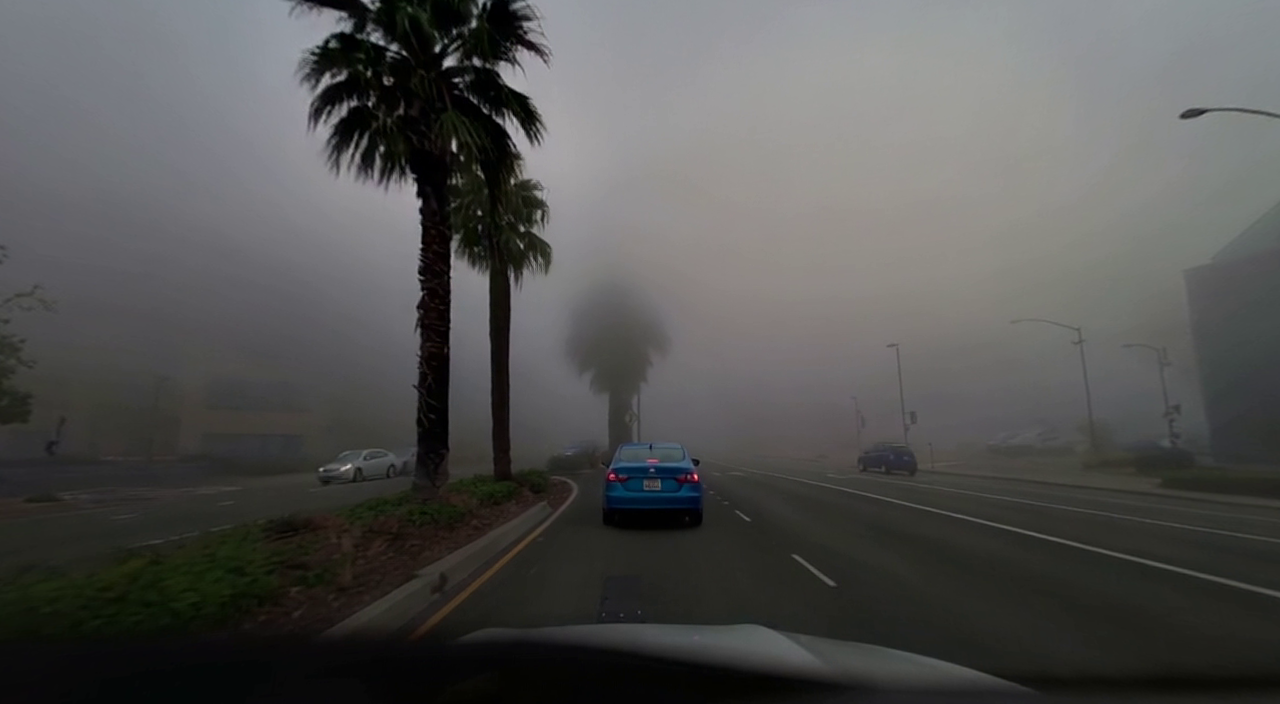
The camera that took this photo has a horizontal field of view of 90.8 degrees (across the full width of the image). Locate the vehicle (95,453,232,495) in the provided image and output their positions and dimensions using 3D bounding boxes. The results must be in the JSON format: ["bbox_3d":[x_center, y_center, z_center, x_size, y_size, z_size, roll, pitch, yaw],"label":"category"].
[{"bbox_3d":[-18.002,4.565,23.914,4.071,1.442,1.948,-2,-9,16],"label":"vehicle"}]

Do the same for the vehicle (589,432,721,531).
[{"bbox_3d":[0.179,2.284,11.791,1.986,1.473,4.382,0,-9,-1],"label":"vehicle"}]

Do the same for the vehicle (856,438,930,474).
[{"bbox_3d":[14.104,5.816,35.542,2.131,1.832,5.203,0,-9,2],"label":"vehicle"}]

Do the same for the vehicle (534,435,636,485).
[{"bbox_3d":[-2.043,3.755,22.264,2.095,1.552,4.457,4,-9,-26],"label":"vehicle"}]

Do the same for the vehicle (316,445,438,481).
[{"bbox_3d":[-11.679,4.909,28.190,4.585,1.479,2.088,-2,-9,13],"label":"vehicle"}]

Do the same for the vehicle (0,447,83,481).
[{"bbox_3d":[-28.694,5.162,29.352,4.287,1.509,1.972,-2,-9,13],"label":"vehicle"}]
